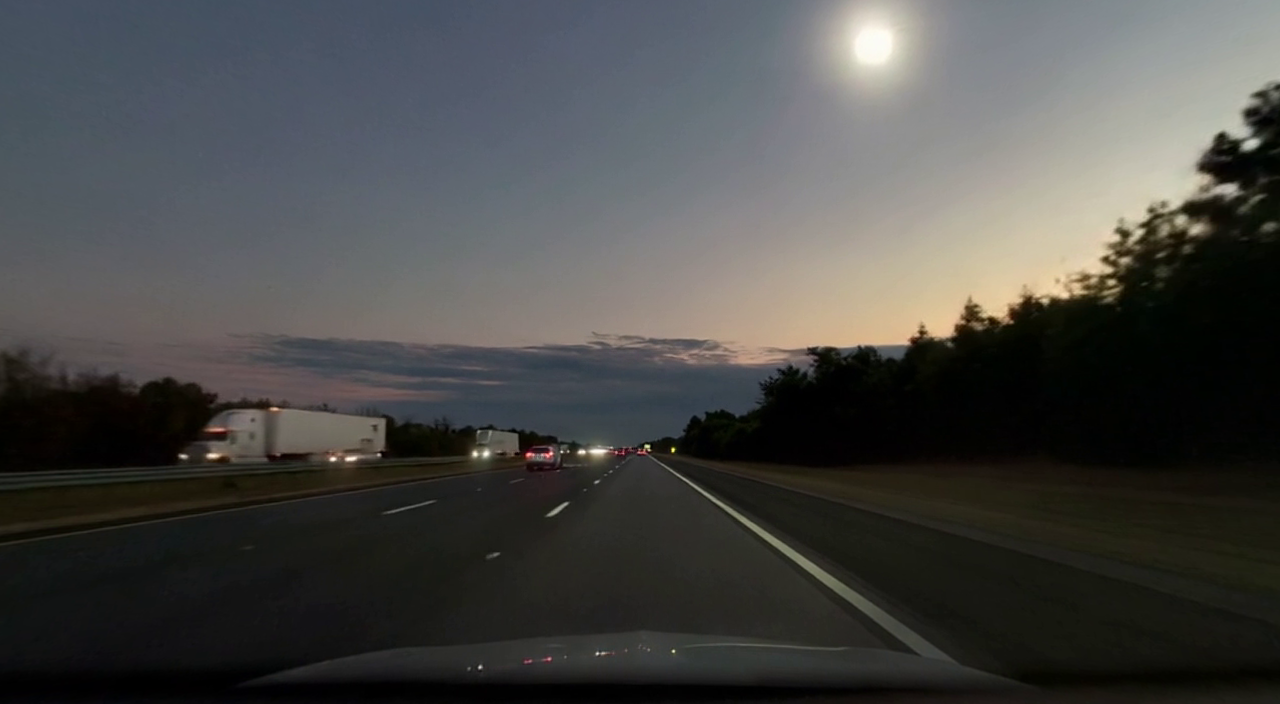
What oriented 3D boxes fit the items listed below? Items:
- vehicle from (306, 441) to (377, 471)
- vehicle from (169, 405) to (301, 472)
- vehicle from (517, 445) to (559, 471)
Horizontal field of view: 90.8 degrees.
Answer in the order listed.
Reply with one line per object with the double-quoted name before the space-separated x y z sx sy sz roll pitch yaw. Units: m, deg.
"vehicle" -16.041 5.610 34.178 1.832 1.473 3.996 0 -9 1
"vehicle" -23.127 5.050 36.600 2.983 3.489 6.928 0 -9 -1
"vehicle" -6.913 7.262 43.229 2.115 1.664 4.259 0 -9 1
